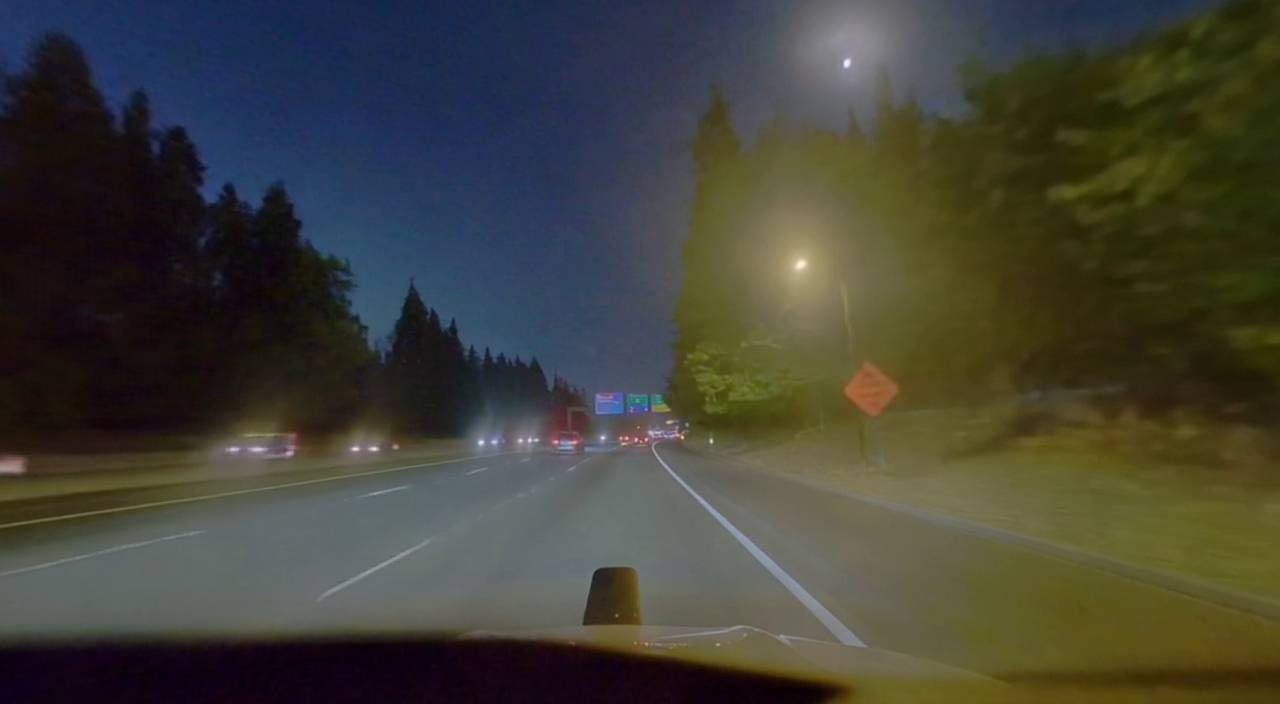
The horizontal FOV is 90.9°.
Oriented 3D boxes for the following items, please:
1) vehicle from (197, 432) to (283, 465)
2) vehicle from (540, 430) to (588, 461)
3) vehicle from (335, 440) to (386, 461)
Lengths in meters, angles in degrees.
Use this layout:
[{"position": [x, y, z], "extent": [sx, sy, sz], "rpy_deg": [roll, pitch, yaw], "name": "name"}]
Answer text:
[{"position": [-24.654, 5.953, 39.071], "extent": [2.069, 1.916, 4.876], "rpy_deg": [0, -8, 0], "name": "vehicle"}, {"position": [-4.192, 5.226, 35.495], "extent": [2.052, 1.626, 4.514], "rpy_deg": [0, -8, 1], "name": "vehicle"}, {"position": [-20.043, 7.065, 45.362], "extent": [1.799, 1.413, 4.065], "rpy_deg": [0, -8, 0], "name": "vehicle"}]
